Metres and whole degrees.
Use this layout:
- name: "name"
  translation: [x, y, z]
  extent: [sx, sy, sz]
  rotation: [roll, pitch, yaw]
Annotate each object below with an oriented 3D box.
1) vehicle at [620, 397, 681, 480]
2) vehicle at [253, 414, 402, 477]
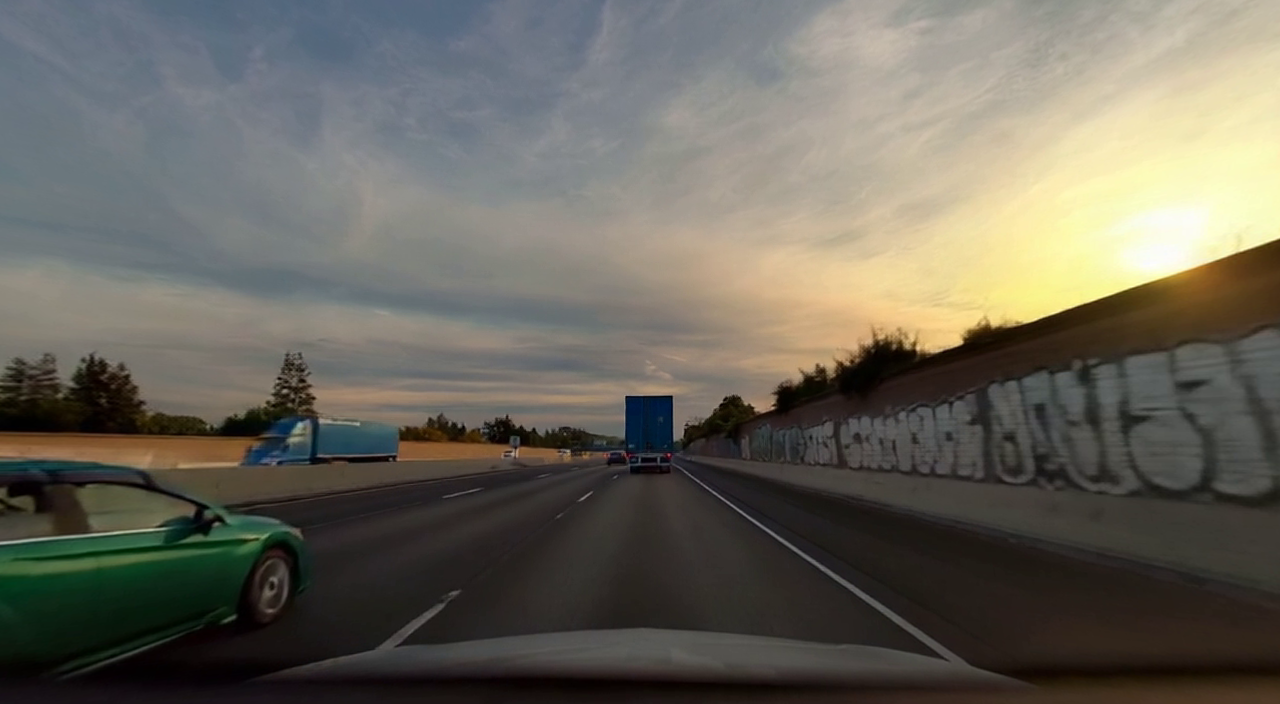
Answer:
- name: "vehicle"
  translation: [0.535, 5.113, 36.774]
  extent: [2.997, 4.069, 10.871]
  rotation: [0, -9, 0]
- name: "vehicle"
  translation: [-23.643, 7.392, 49.589]
  extent: [2.997, 4.110, 16.358]
  rotation: [0, -9, 1]
